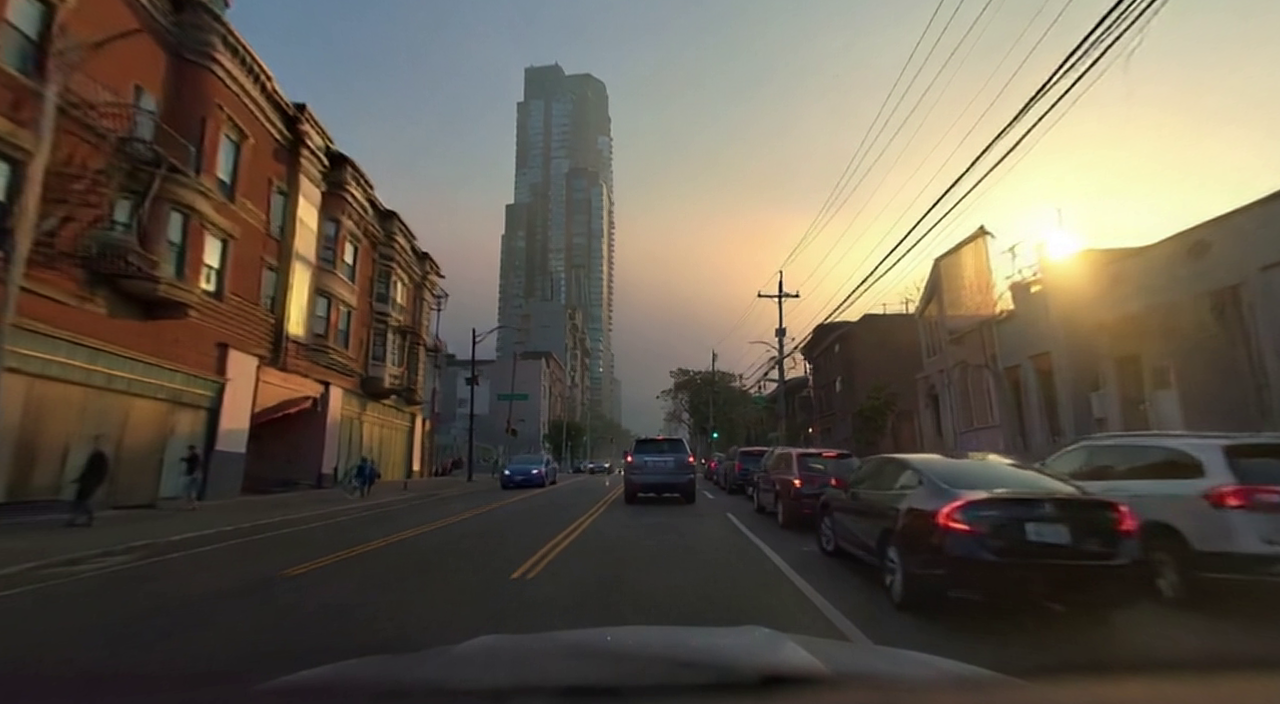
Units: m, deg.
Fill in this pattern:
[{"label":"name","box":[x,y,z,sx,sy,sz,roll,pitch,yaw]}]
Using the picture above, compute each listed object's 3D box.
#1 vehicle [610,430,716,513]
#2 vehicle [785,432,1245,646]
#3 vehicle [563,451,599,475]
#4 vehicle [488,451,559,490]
[{"label":"vehicle","box":[0.499,2.825,15.399,2.232,1.736,4.036,0,-8,1]},{"label":"vehicle","box":[3.225,1.697,7.010,2.116,1.487,4.988,0,-8,1]},{"label":"vehicle","box":[-4.554,8.627,49.119,2.215,1.703,4.614,0,-8,2]},{"label":"vehicle","box":[-4.827,4.960,26.755,1.966,1.470,4.528,0,-8,2]}]
